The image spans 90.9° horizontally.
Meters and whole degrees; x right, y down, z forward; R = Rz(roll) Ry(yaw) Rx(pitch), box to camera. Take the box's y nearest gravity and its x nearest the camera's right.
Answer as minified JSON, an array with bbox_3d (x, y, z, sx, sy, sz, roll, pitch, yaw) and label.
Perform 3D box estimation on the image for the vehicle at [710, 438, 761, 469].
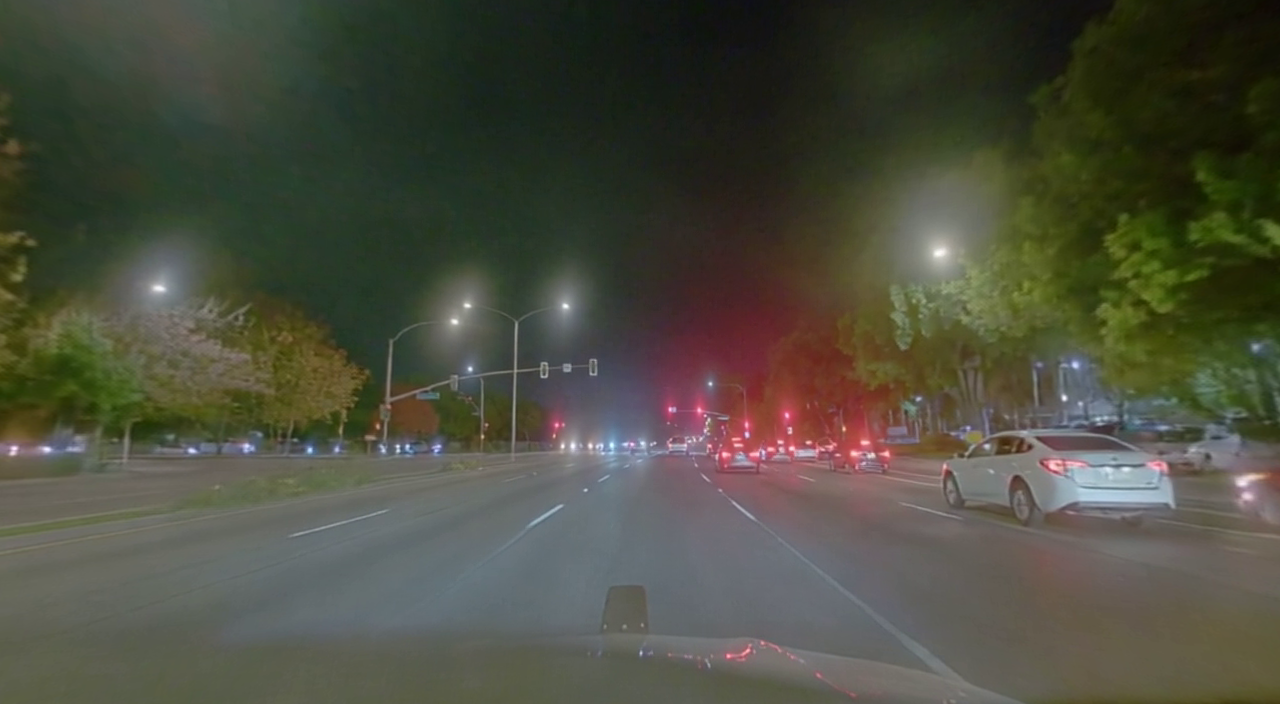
[{"bbox_3d":[5.239,5.649,35.234,2.292,1.563,4.734,0,-8,2],"label":"vehicle"}]

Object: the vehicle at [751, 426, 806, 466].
[{"bbox_3d":[8.086,5.590,37.451,2.186,2.202,5.426,0,-8,2],"label":"vehicle"}]

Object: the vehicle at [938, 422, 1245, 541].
[{"bbox_3d":[7.414,2.133,11.186,2.051,1.620,4.702,-1,-8,2],"label":"vehicle"}]

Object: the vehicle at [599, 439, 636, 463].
[{"bbox_3d":[-1.423,6.587,41.992,1.958,1.542,4.175,-1,-8,5],"label":"vehicle"}]
